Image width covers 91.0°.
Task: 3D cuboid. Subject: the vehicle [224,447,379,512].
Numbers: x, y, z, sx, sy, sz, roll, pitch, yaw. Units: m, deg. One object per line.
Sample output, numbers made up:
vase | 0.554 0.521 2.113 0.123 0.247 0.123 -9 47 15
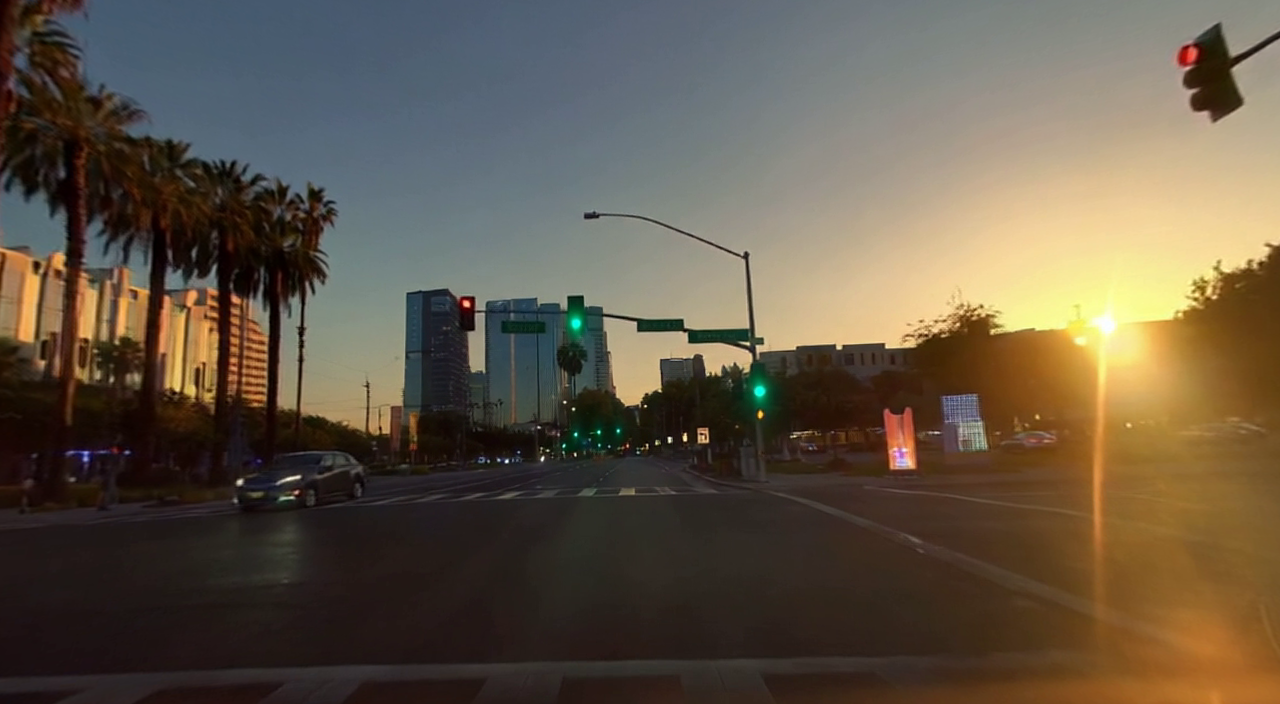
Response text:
vehicle | -10.727 4.017 20.504 2.270 1.833 4.860 0 -9 1
